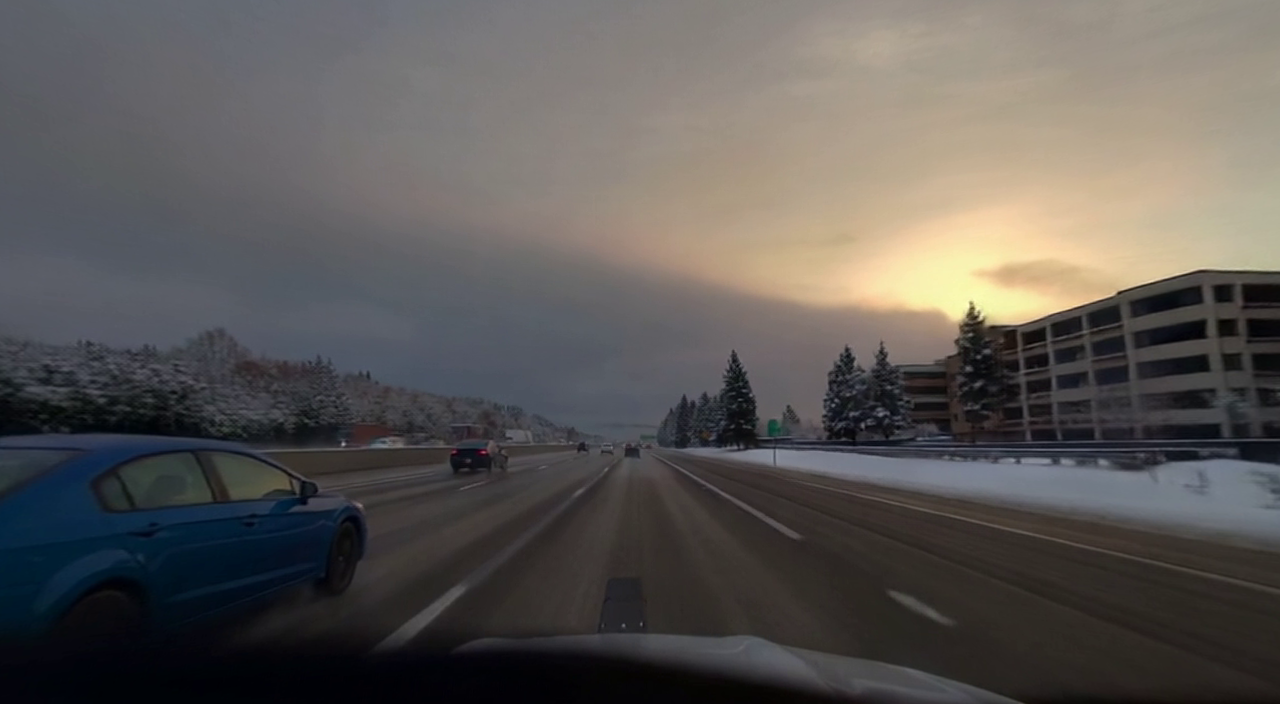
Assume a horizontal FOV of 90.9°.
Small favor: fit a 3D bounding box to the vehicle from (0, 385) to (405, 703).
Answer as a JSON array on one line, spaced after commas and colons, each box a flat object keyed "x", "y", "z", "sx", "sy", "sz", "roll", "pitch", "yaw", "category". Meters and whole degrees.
[{"x": -3.636, "y": 1.178, "z": 4.233, "sx": 2.144, "sy": 1.565, "sz": 4.951, "roll": 0, "pitch": -8, "yaw": 1, "category": "vehicle"}]

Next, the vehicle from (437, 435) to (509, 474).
[{"x": -7.660, "y": 4.739, "z": 29.399, "sx": 2.118, "sy": 1.675, "sz": 4.395, "roll": 0, "pitch": -8, "yaw": 1, "category": "vehicle"}]
